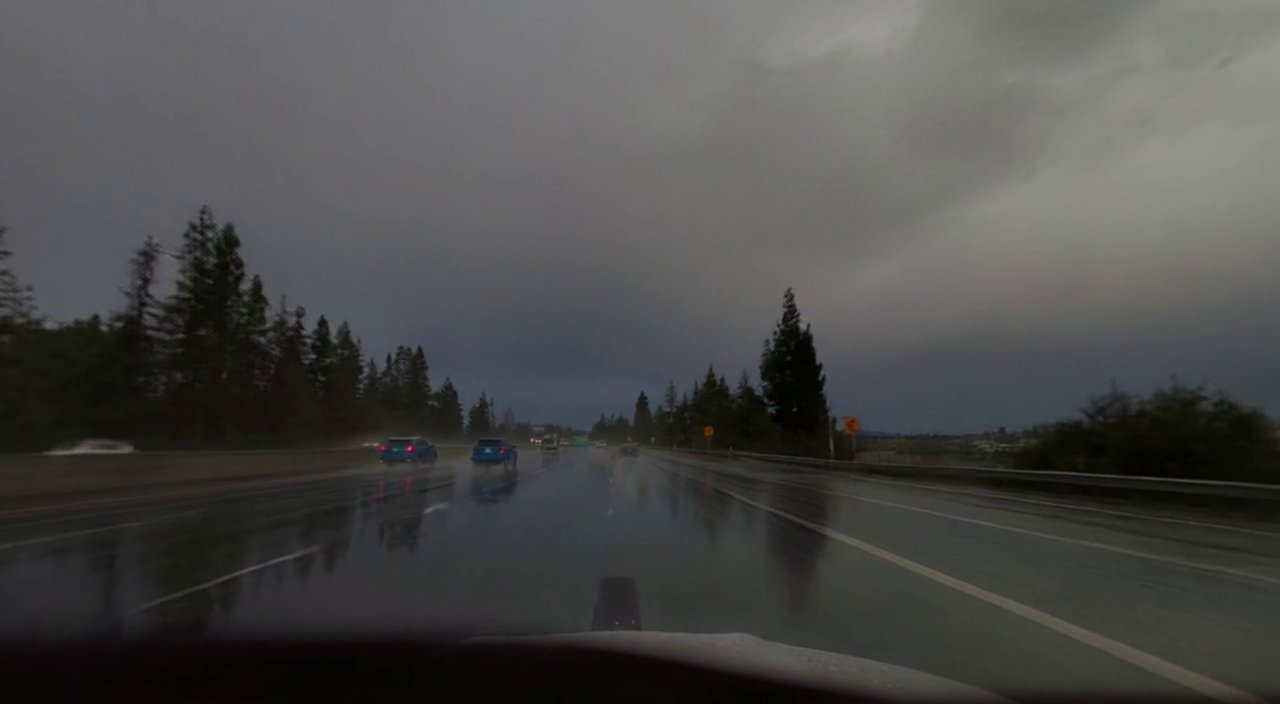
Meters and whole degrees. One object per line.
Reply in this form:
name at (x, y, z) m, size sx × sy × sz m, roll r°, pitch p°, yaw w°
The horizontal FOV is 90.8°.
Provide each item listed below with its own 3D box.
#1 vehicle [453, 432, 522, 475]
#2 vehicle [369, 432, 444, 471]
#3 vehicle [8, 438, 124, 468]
vehicle at (-6.809, 4.596, 28.771) m, size 2.146 × 1.766 × 4.502 m, roll 0°, pitch -9°, yaw -2°
vehicle at (-11.141, 4.813, 30.502) m, size 2.016 × 1.711 × 4.365 m, roll 0°, pitch -9°, yaw -1°
vehicle at (-31.550, 5.580, 34.958) m, size 1.905 × 1.506 × 4.931 m, roll 0°, pitch -9°, yaw -2°
